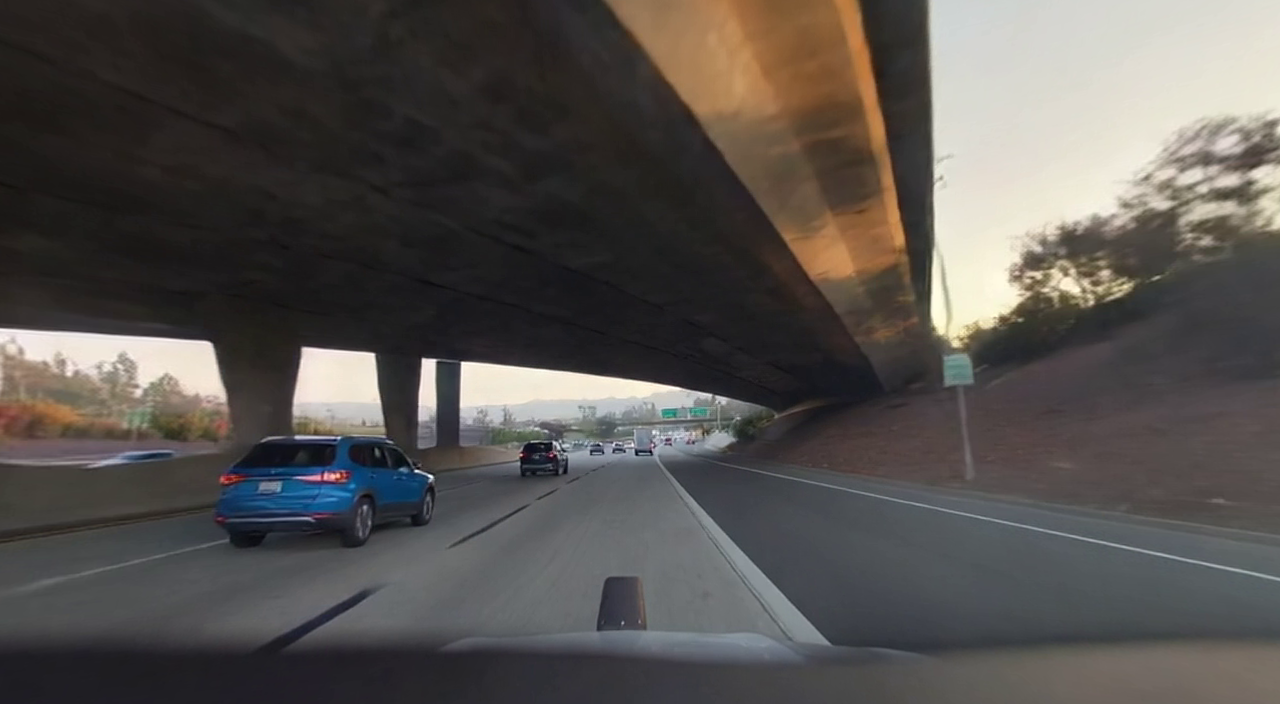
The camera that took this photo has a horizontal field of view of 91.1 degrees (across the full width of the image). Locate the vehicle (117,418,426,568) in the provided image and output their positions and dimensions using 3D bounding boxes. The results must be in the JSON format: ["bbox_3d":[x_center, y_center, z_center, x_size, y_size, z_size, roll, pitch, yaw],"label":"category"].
[{"bbox_3d":[-4.747,1.843,8.953,1.969,1.633,3.962,0,-8,0],"label":"vehicle"}]

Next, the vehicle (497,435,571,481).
[{"bbox_3d":[-4.164,4.239,25.364,2.154,1.693,4.394,0,-8,1],"label":"vehicle"}]

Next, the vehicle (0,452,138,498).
[{"bbox_3d":[-20.470,4.280,22.231,1.848,1.427,4.202,0,-8,1],"label":"vehicle"}]
